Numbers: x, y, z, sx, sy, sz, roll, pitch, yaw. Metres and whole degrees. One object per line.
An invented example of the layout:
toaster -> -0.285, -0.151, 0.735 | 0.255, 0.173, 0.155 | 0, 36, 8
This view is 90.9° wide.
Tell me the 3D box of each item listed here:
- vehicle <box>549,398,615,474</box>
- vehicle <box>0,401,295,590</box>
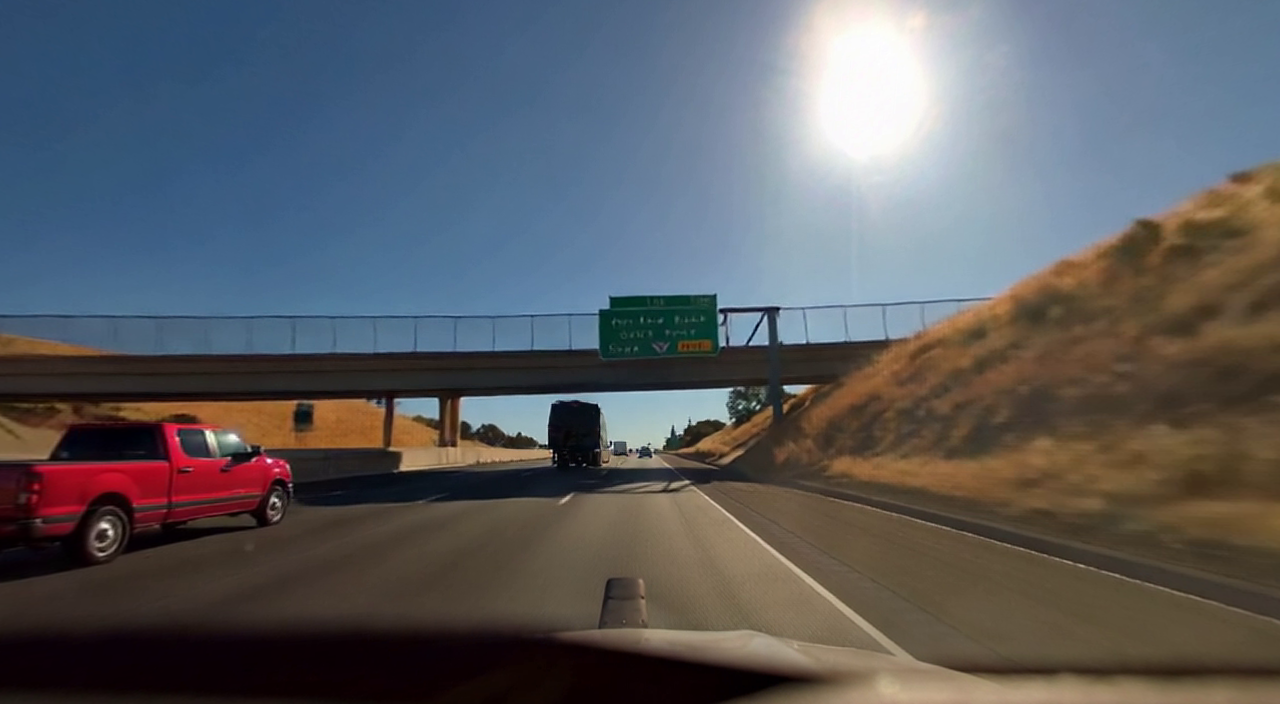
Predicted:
vehicle -> -3.445, 5.643, 41.750 | 2.893, 4.073, 15.281 | 0, -8, 0
vehicle -> -7.404, 1.793, 8.806 | 2.175, 1.860, 5.236 | 0, -8, 0
